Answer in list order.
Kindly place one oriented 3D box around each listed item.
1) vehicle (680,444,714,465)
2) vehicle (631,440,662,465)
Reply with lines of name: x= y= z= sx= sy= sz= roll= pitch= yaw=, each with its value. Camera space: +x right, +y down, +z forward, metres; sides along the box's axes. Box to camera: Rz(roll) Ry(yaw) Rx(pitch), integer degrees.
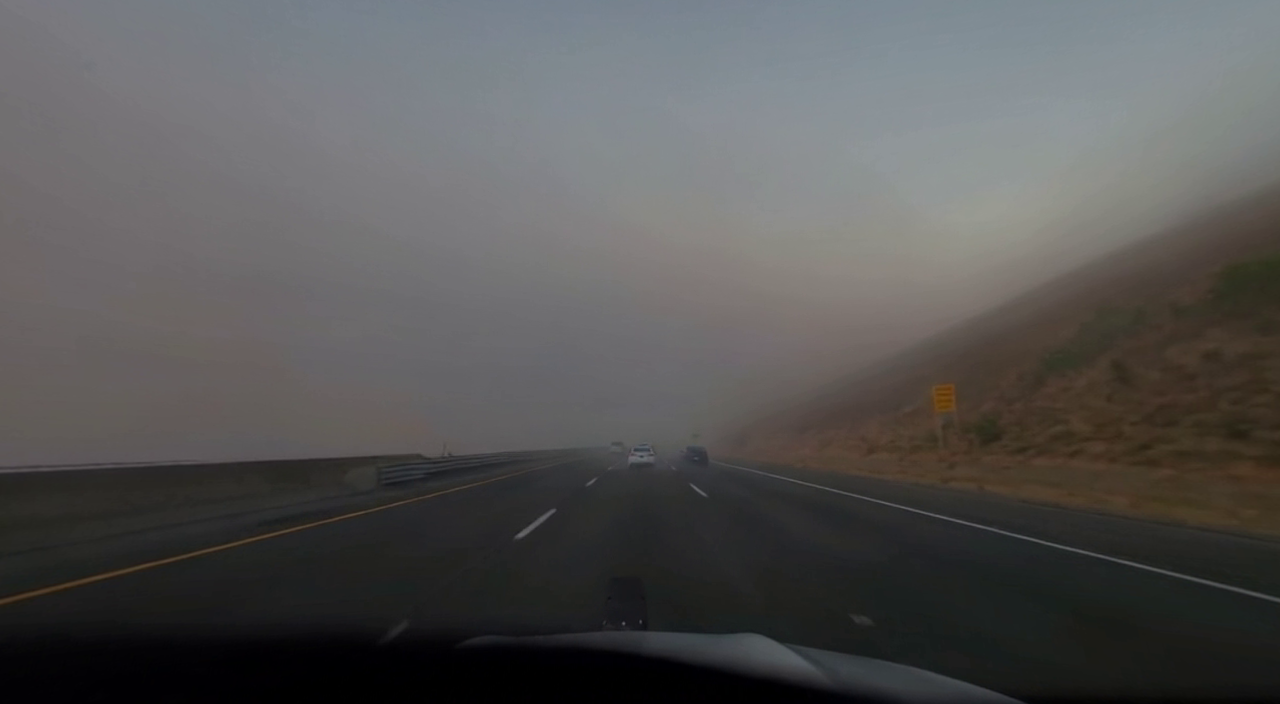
vehicle: x=3.873 y=7.008 z=43.205 sx=1.976 sy=1.352 sz=3.602 roll=0 pitch=-8 yaw=0
vehicle: x=0.392 y=6.780 z=42.660 sx=1.986 sy=1.576 sz=4.312 roll=0 pitch=-8 yaw=0
